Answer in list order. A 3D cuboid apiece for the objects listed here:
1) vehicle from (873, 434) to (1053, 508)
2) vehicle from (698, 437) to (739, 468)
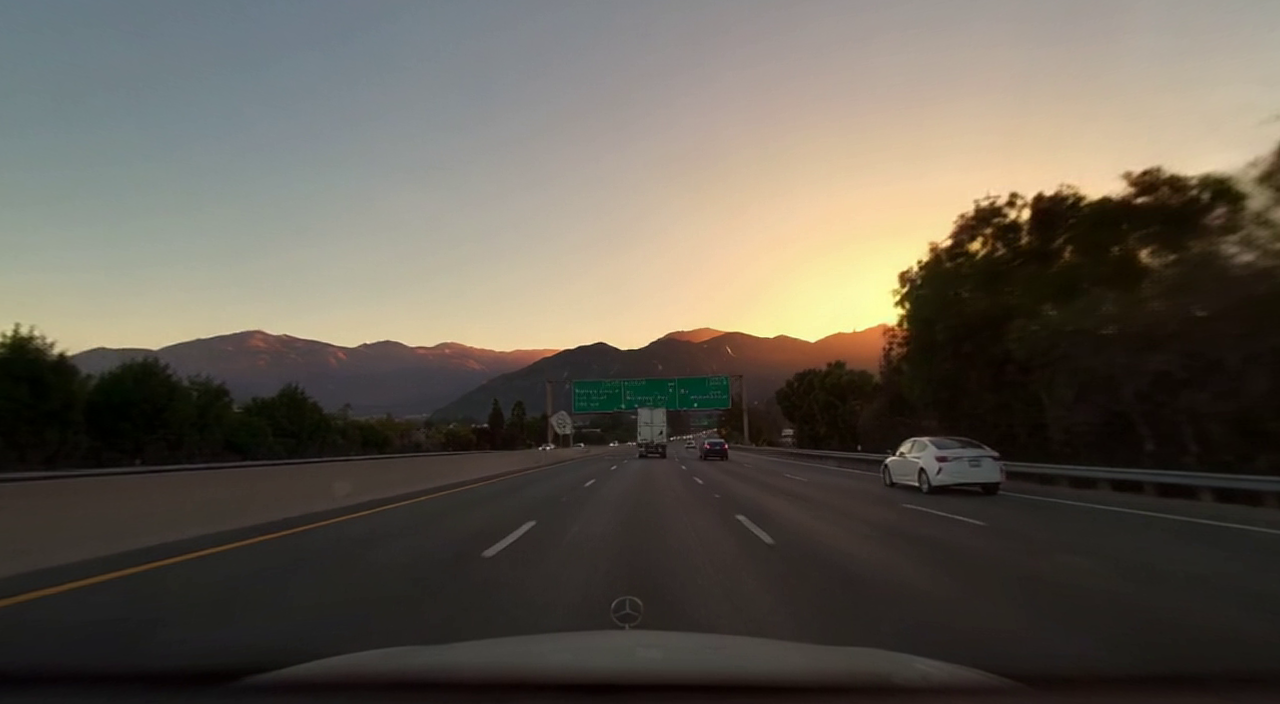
[{"bbox_3d":[7.213,2.677,14.656,1.982,1.440,4.171,0,-8,0],"label":"vehicle"},{"bbox_3d":[4.467,5.762,36.313,1.880,1.624,3.941,0,-8,1],"label":"vehicle"}]
